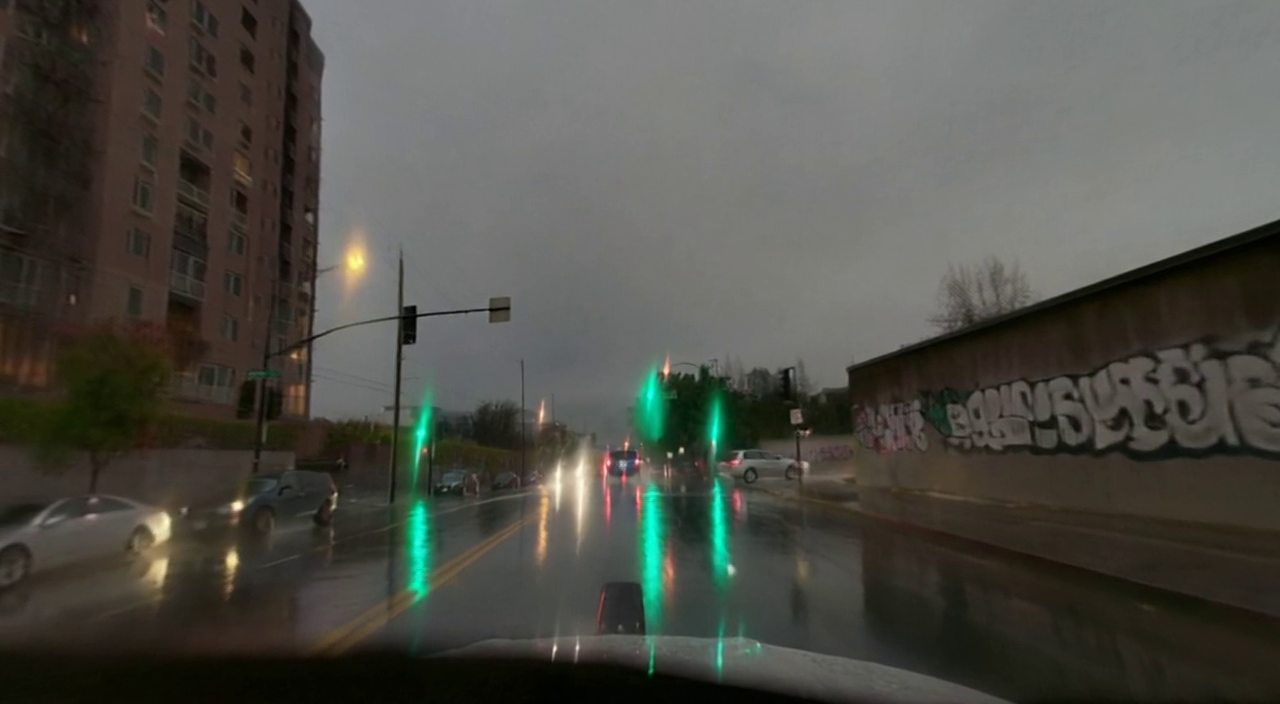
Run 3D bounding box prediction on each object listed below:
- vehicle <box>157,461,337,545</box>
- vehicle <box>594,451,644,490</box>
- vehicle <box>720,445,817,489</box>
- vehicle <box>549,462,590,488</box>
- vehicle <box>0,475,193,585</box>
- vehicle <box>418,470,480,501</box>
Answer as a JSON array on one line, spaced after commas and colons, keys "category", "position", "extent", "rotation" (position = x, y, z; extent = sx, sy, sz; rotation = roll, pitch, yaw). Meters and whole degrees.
[{"category": "vehicle", "position": [-11.021, 4.182, 18.248], "extent": [2.199, 1.717, 4.888], "rotation": [-6, -8, -2]}, {"category": "vehicle", "position": [-0.923, 5.409, 29.217], "extent": [2.166, 1.579, 4.300], "rotation": [0, -8, -1]}, {"category": "vehicle", "position": [5.795, 5.071, 28.259], "extent": [2.207, 1.761, 4.292], "rotation": [-8, -12, 43]}, {"category": "vehicle", "position": [-4.341, 7.656, 39.520], "extent": [2.095, 1.447, 4.202], "rotation": [0, -8, 0]}, {"category": "vehicle", "position": [-11.106, 3.316, 12.064], "extent": [1.931, 1.499, 4.645], "rotation": [-5, -8, -2]}, {"category": "vehicle", "position": [-10.862, 7.606, 36.295], "extent": [2.070, 1.476, 4.508], "rotation": [-1, -8, 1]}]
